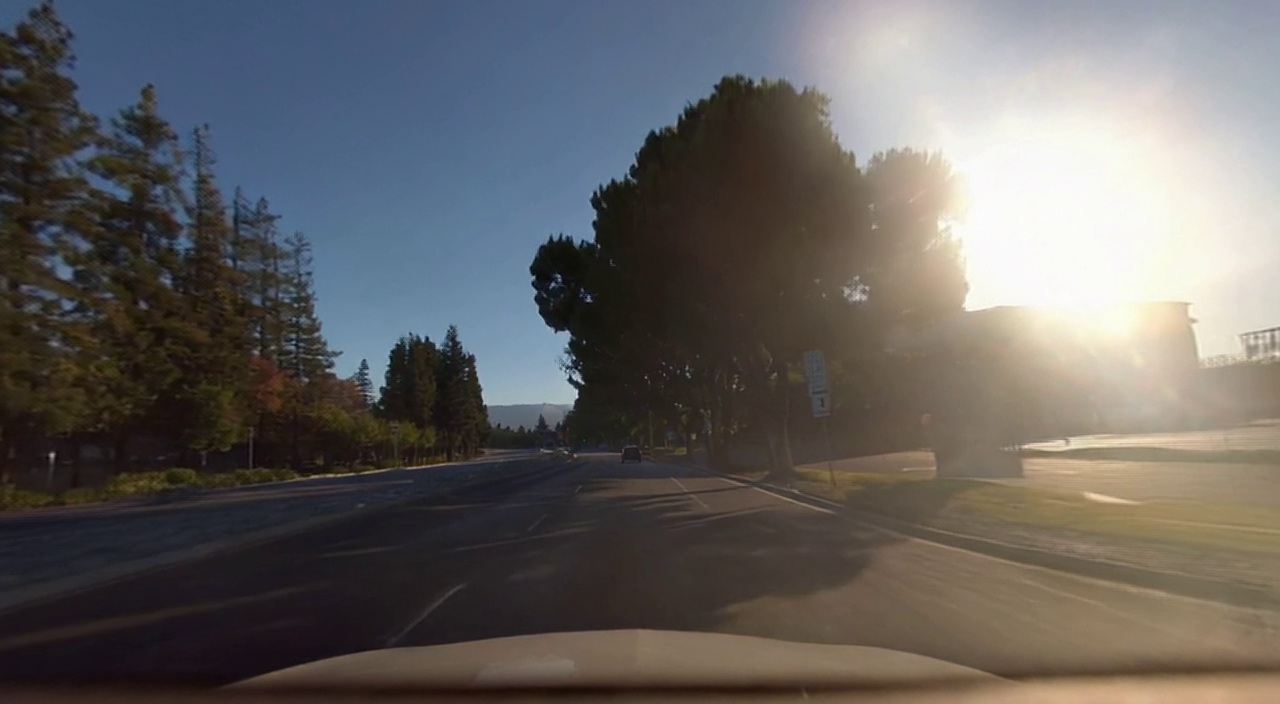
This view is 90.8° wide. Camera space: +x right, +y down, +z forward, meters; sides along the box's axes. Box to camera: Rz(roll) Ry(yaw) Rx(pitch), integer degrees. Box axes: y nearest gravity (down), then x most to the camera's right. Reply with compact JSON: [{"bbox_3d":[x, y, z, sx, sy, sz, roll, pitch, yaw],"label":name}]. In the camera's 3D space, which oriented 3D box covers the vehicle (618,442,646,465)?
[{"bbox_3d":[-0.613,7.628,47.503,2.045,1.613,4.210,0,-8,-1],"label":"vehicle"}]
